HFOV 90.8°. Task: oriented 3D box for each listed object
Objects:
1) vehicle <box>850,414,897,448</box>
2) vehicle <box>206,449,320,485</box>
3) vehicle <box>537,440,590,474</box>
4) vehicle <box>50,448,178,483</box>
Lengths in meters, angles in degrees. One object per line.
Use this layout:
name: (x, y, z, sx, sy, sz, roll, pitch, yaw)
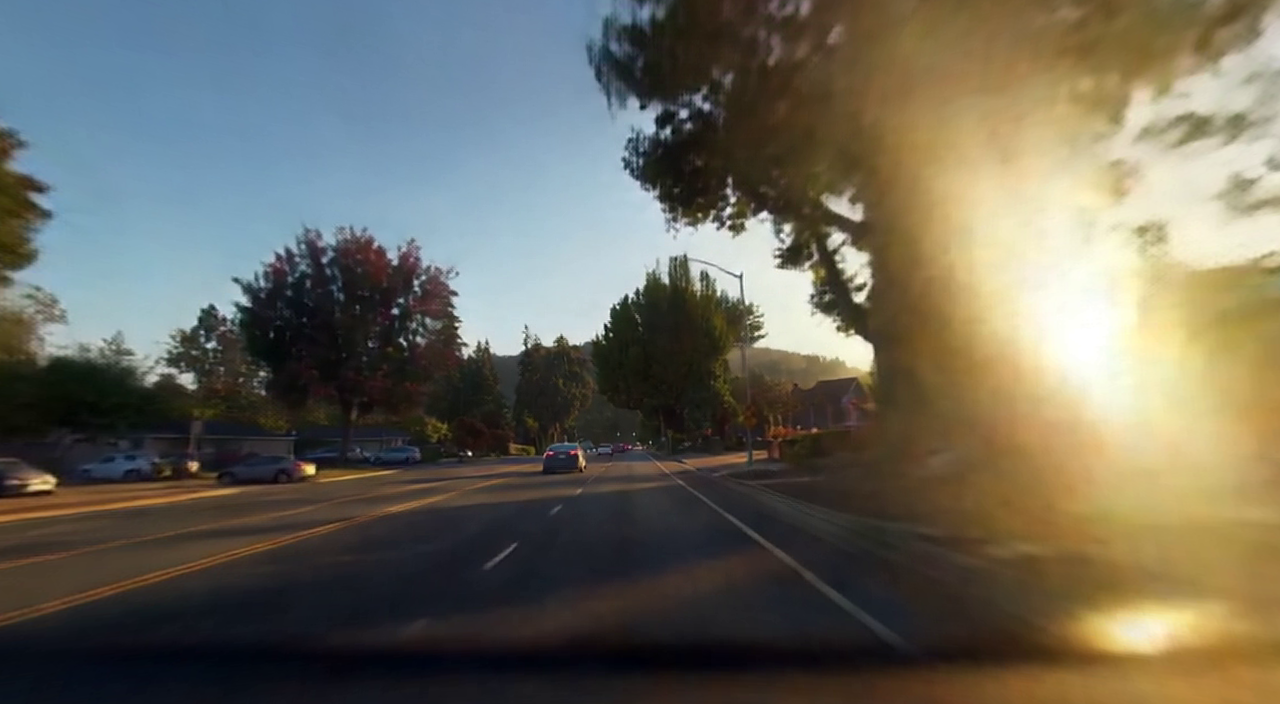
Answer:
vehicle: (17.500, 5.926, 47.086, 2.153, 2.355, 5.958, -5, -9, 30)
vehicle: (-19.811, 6.041, 33.343, 4.802, 1.511, 1.866, -2, -7, -5)
vehicle: (-3.509, 4.886, 29.709, 2.030, 1.467, 4.251, 0, -8, -1)
vehicle: (-27.839, 5.990, 33.550, 4.945, 1.781, 2.046, -1, -8, 2)
